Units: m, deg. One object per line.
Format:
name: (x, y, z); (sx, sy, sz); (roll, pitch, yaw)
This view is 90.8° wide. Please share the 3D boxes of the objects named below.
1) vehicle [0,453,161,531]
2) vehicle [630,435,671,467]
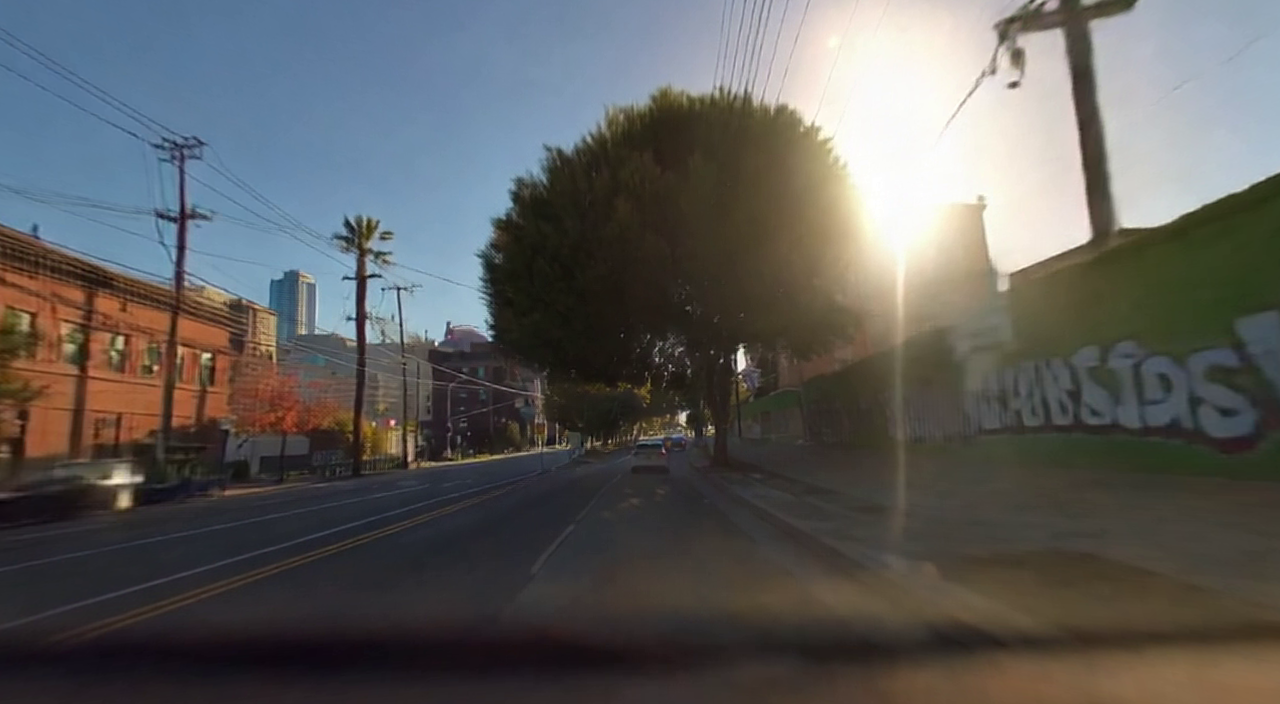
vehicle: (-15.860, 3.762, 17.335); (1.952, 1.698, 4.493); (-5, -8, 1)
vehicle: (0.616, 5.309, 34.109); (2.105, 1.611, 3.750); (0, -8, 2)
